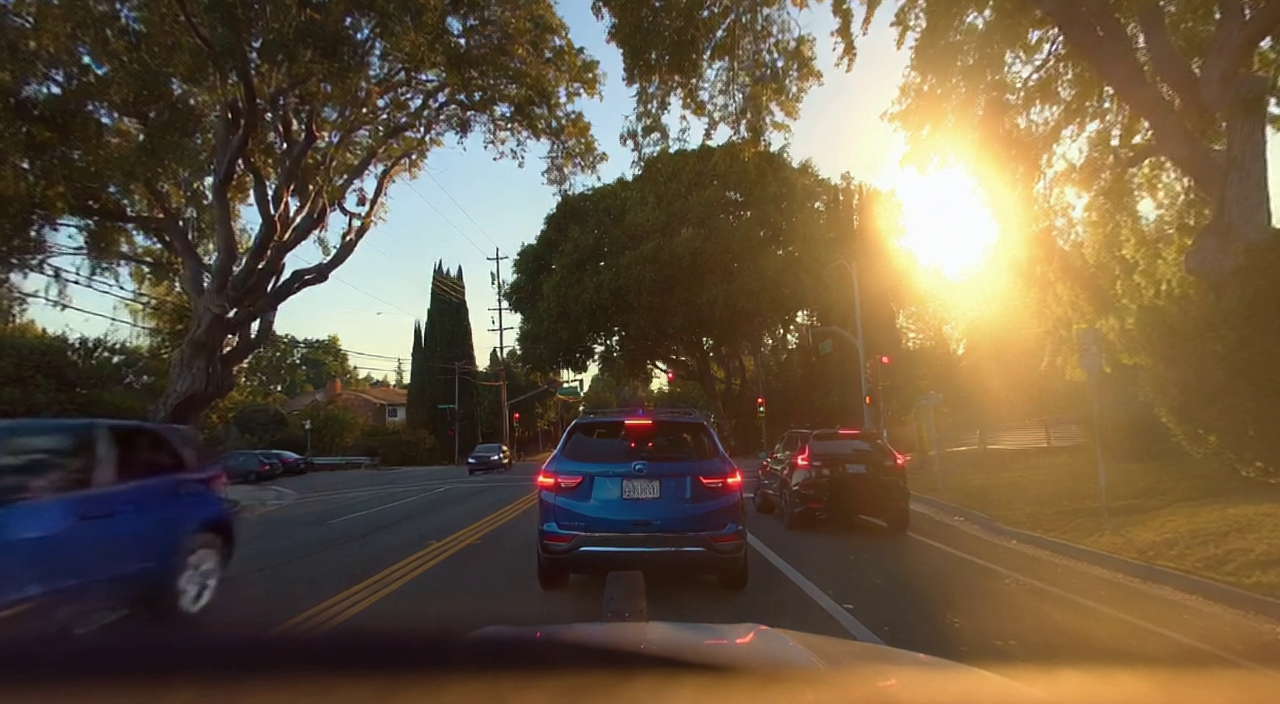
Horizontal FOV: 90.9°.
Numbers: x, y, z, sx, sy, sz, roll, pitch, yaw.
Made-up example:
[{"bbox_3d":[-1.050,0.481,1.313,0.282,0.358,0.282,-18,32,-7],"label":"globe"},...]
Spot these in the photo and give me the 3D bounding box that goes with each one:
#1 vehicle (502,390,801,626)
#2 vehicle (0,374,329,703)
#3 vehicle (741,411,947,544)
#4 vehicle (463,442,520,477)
[{"bbox_3d":[0.056,1.429,6.690,2.151,1.695,4.100,0,-8,-1],"label":"vehicle"},{"bbox_3d":[-4.327,1.124,4.107,2.292,1.711,4.541,0,-8,-1],"label":"vehicle"},{"bbox_3d":[3.076,1.993,10.621,1.967,1.756,4.281,0,-8,-1],"label":"vehicle"},{"bbox_3d":[-7.586,5.492,32.575,1.985,1.672,3.960,0,-8,0],"label":"vehicle"}]
